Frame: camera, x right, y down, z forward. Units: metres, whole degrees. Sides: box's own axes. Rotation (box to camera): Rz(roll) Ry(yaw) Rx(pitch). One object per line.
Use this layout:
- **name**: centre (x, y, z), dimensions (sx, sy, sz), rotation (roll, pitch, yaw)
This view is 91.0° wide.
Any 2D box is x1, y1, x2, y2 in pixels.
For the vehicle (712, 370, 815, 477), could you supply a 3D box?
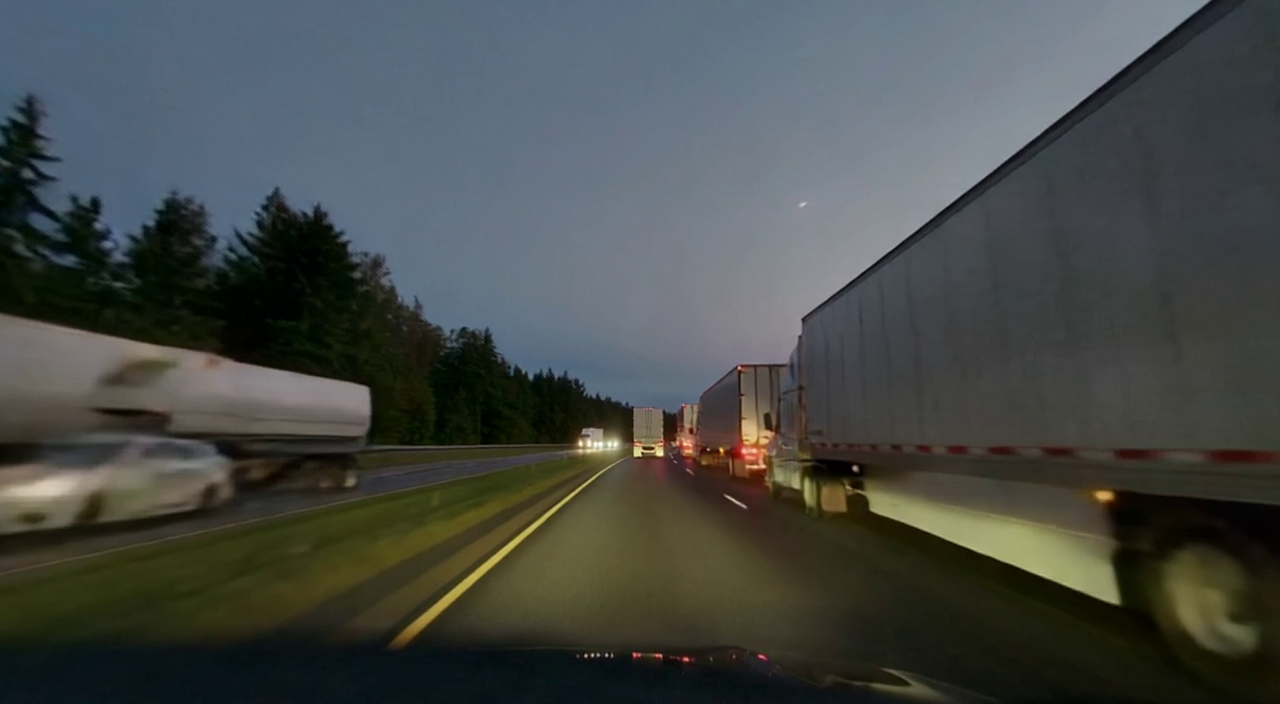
- **vehicle**: centre (5.045, 3.247, 27.619), dimensions (2.843, 3.940, 8.349), rotation (-1, -8, 0)

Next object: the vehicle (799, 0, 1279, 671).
- **vehicle**: centre (5.056, 0.351, 7.511), dimensions (2.749, 4.051, 12.981), rotation (0, -8, -1)

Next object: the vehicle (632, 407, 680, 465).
- **vehicle**: centre (0.980, 5.256, 39.167), dimensions (2.644, 3.247, 7.454), rotation (-1, -8, 1)

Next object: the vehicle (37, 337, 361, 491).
- **vehicle**: centre (-8.780, 1.469, 13.722), dimensions (2.515, 2.577, 6.183), rotation (-1, -8, 0)
